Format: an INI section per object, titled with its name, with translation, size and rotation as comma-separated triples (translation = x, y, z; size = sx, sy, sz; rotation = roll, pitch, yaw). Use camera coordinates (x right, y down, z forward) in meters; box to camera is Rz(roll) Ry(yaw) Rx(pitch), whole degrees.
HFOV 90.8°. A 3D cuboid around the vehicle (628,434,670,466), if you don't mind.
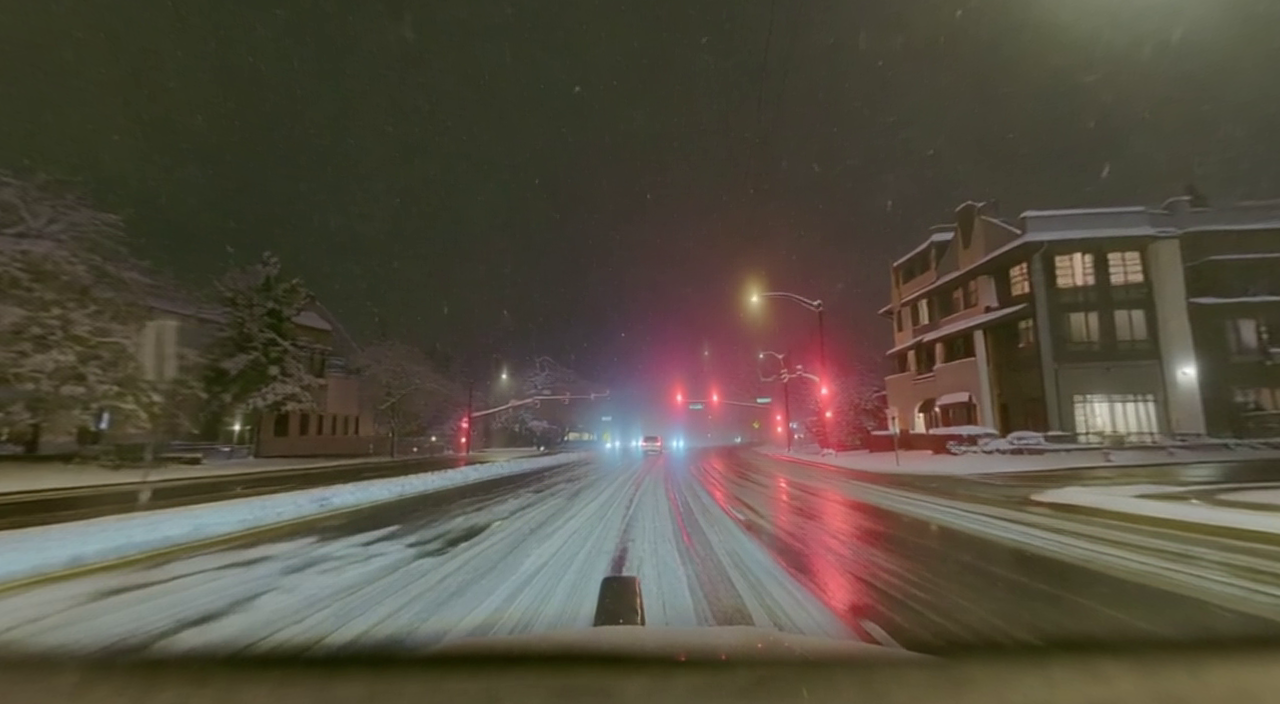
[vehicle]
translation = 0.545, 5.236, 33.970
size = 2.037, 1.568, 3.693
rotation = 0, -8, 4
